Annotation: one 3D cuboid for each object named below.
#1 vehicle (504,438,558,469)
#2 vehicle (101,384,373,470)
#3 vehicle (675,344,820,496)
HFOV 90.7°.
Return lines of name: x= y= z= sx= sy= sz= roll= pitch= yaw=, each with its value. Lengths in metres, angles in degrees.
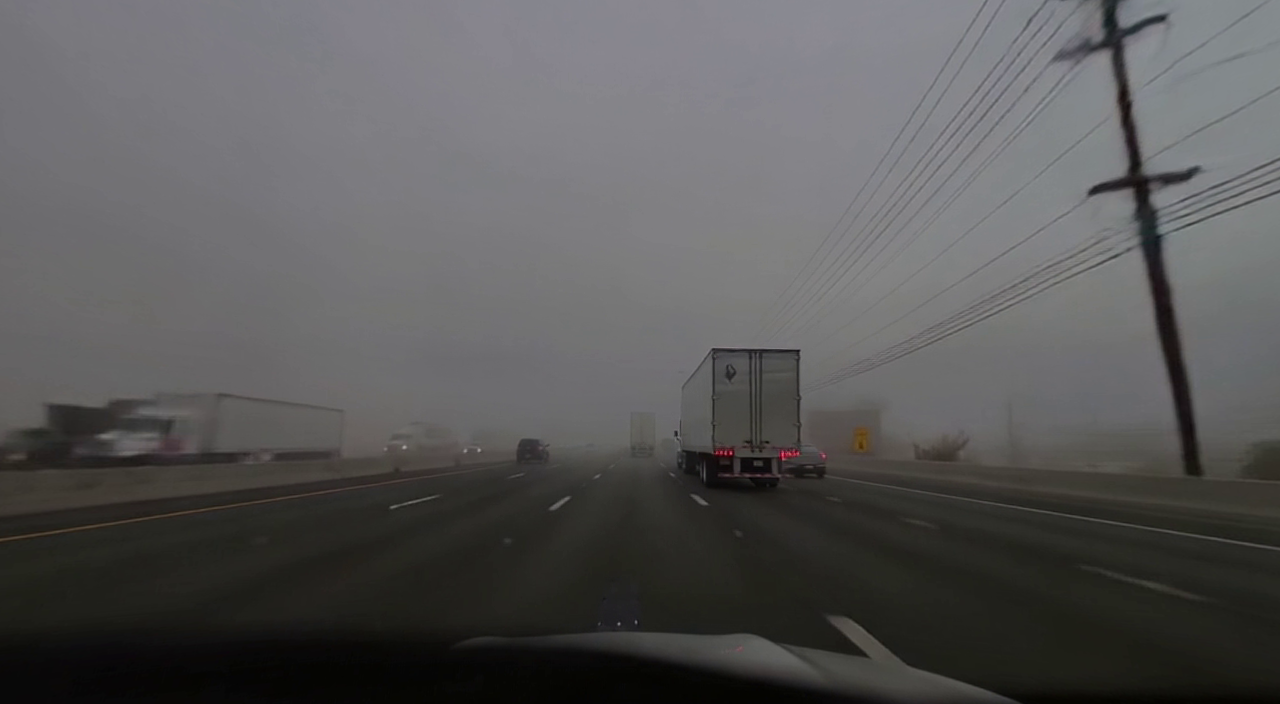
vehicle: x=-7.195 y=6.810 z=42.471 sx=2.425 sy=1.917 sz=5.647 roll=0 pitch=-9 yaw=2
vehicle: x=-20.979 y=4.675 z=36.090 sx=2.894 sy=3.626 sz=18.648 roll=0 pitch=-9 yaw=2
vehicle: x=3.378 y=3.078 z=25.571 sx=2.892 sy=4.152 sz=16.575 roll=0 pitch=-9 yaw=0
